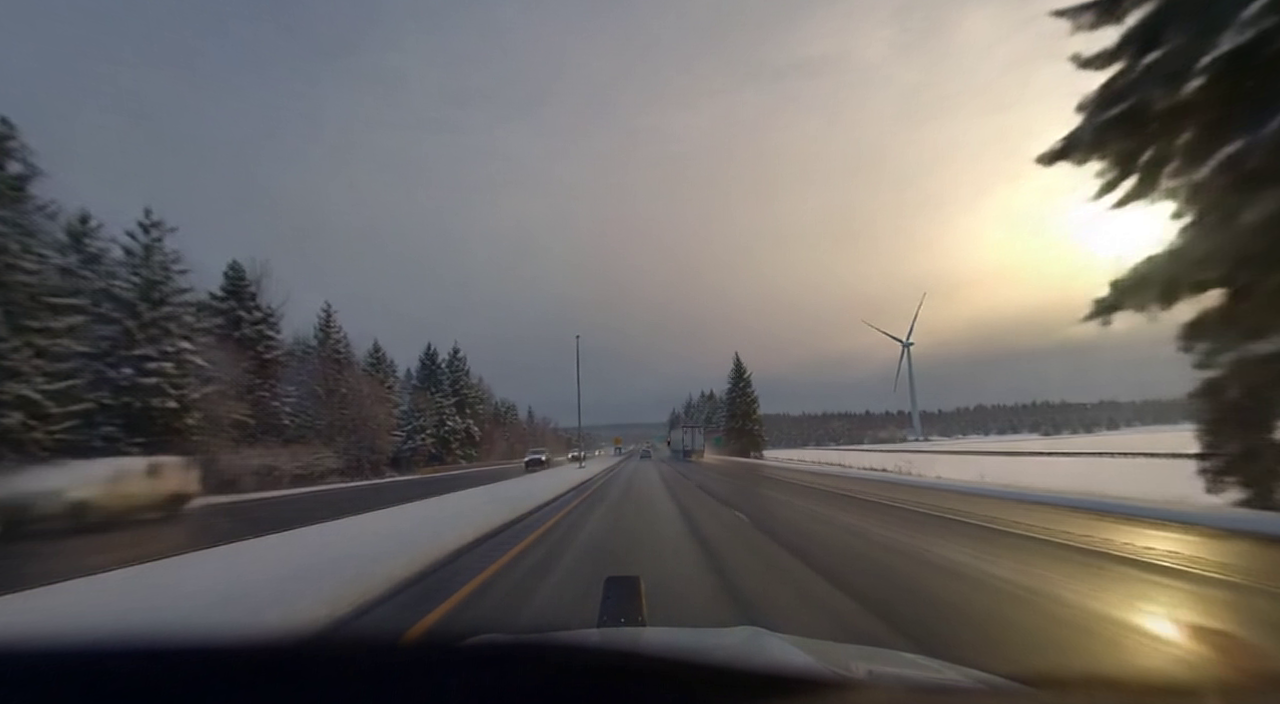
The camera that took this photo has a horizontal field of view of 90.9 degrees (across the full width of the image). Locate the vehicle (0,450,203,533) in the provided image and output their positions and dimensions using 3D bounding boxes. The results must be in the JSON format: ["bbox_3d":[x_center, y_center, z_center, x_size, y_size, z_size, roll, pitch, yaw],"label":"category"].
[{"bbox_3d":[-15.243,3.807,17.898,2.094,1.999,4.762,-1,-9,1],"label":"vehicle"}]
